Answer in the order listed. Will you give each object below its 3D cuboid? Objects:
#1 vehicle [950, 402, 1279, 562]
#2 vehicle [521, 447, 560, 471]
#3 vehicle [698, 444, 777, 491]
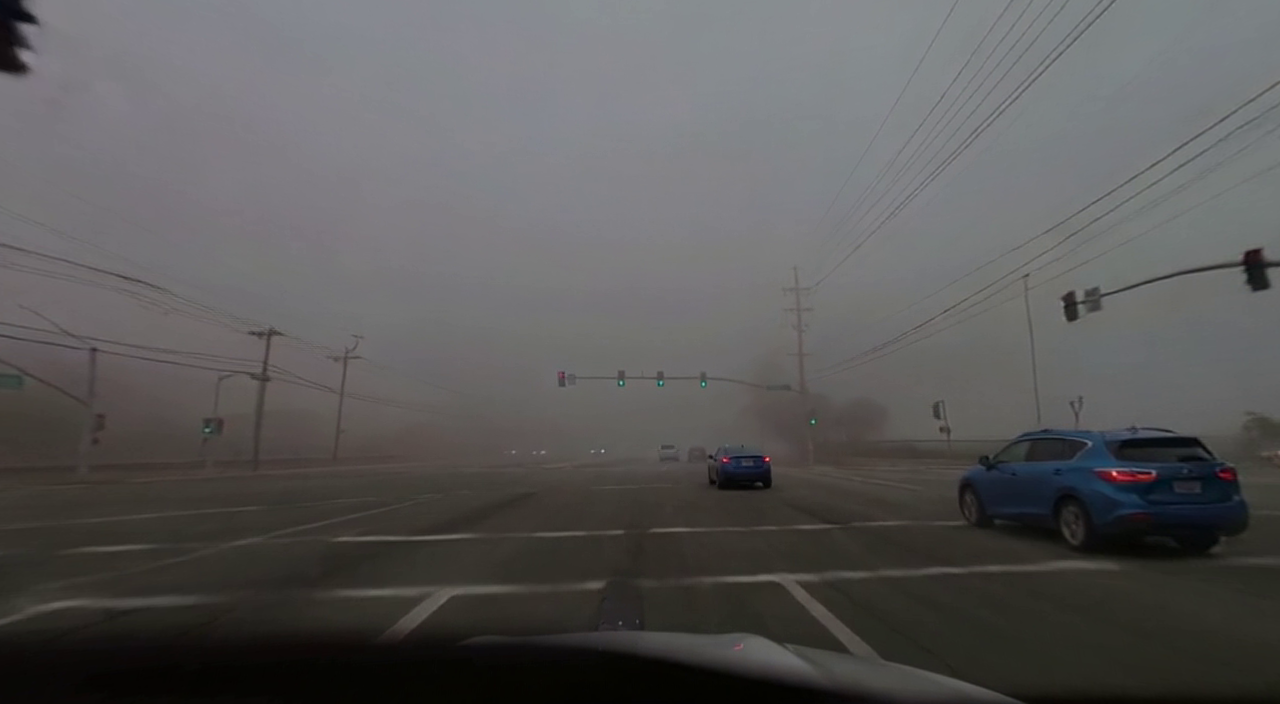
[{"bbox_3d":[6.761,1.790,9.387,2.029,1.795,4.371,0,-9,0],"label":"vehicle"},{"bbox_3d":[-7.742,8.360,49.485,1.933,1.502,4.946,-6,-8,2],"label":"vehicle"},{"bbox_3d":[3.256,3.974,22.083,2.035,1.460,4.392,0,-9,0],"label":"vehicle"}]
